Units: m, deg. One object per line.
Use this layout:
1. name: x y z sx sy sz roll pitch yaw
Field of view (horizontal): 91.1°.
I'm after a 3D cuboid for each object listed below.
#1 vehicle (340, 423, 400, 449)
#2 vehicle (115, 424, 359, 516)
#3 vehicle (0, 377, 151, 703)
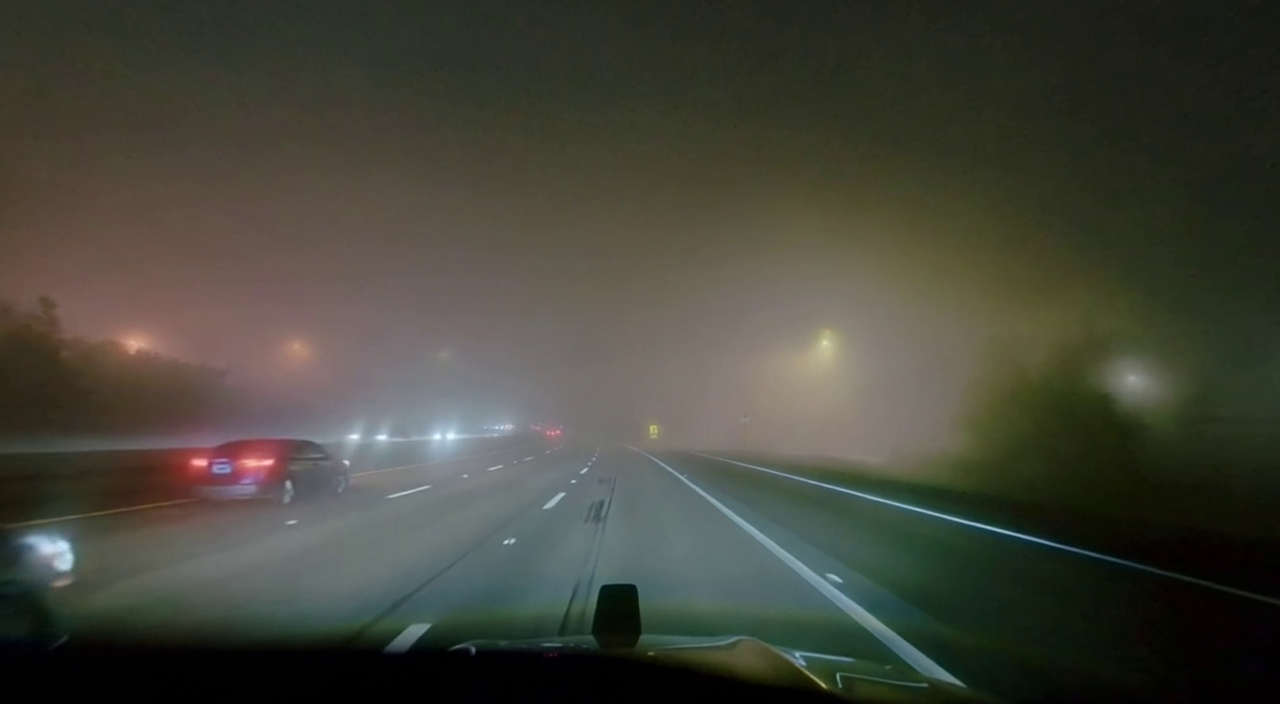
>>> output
1. vehicle: -16.718 5.244 39.169 1.866 1.519 4.398 0 -8 -2
2. vehicle: -7.454 2.191 12.318 1.979 1.476 4.324 0 -8 -1
3. vehicle: -3.983 0.704 1.251 2.123 1.601 4.887 0 -8 -1
